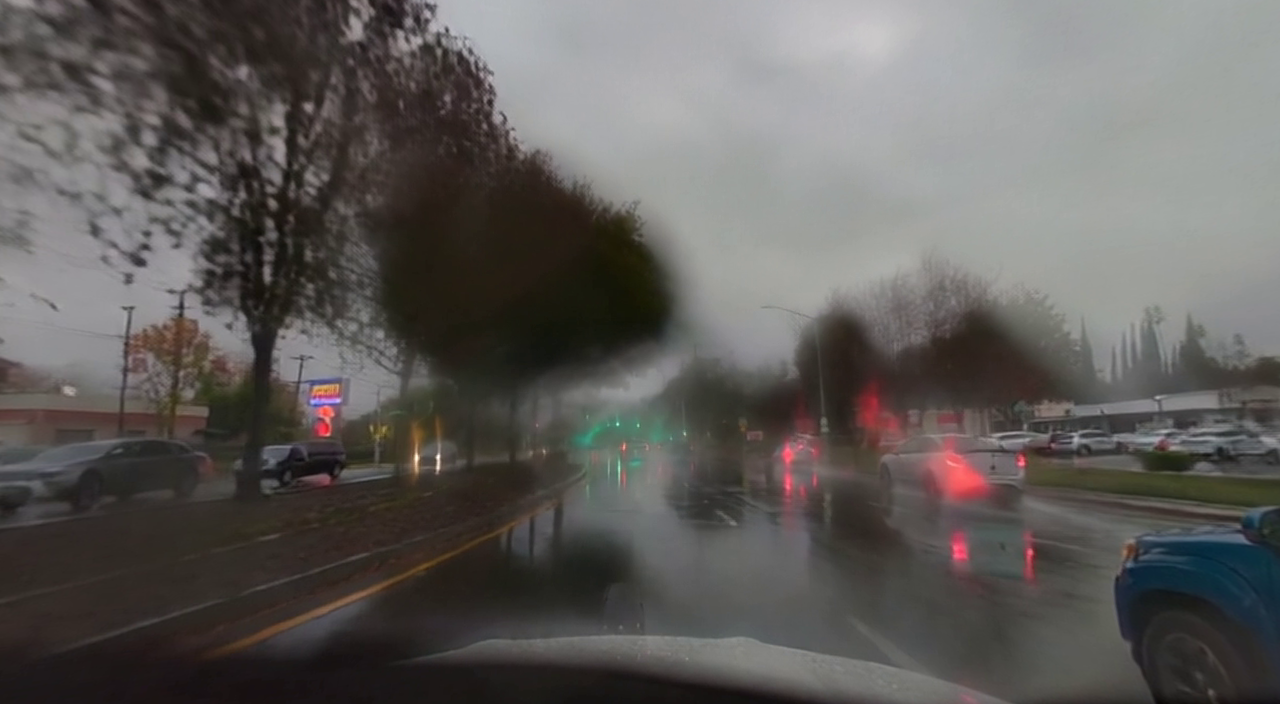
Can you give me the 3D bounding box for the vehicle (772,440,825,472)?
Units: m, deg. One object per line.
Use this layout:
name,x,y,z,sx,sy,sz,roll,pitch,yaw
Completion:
vehicle,8.108,5.341,32.616,1.879,1.517,4.006,-1,-9,3

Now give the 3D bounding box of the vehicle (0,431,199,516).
vehicle,-14.287,3.038,16.370,2.242,1.836,4.811,0,-9,-1

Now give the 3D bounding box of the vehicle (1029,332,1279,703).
vehicle,3.542,0.682,1.780,2.076,1.716,4.416,0,-8,1

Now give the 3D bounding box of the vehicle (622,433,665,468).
vehicle,0.158,5.895,37.802,2.402,1.938,4.535,0,-9,0

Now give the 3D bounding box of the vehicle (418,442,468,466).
vehicle,-14.486,7.507,46.804,2.136,1.676,4.371,-1,-9,3

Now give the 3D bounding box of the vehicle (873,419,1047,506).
vehicle,7.500,2.633,15.421,1.977,1.786,4.344,0,-9,1

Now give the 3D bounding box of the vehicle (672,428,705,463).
vehicle,3.767,7.359,49.697,2.239,2.586,4.586,0,-8,0

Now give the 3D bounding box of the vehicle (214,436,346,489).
vehicle,-13.994,4.316,25.022,2.159,1.836,5.038,0,-9,1
